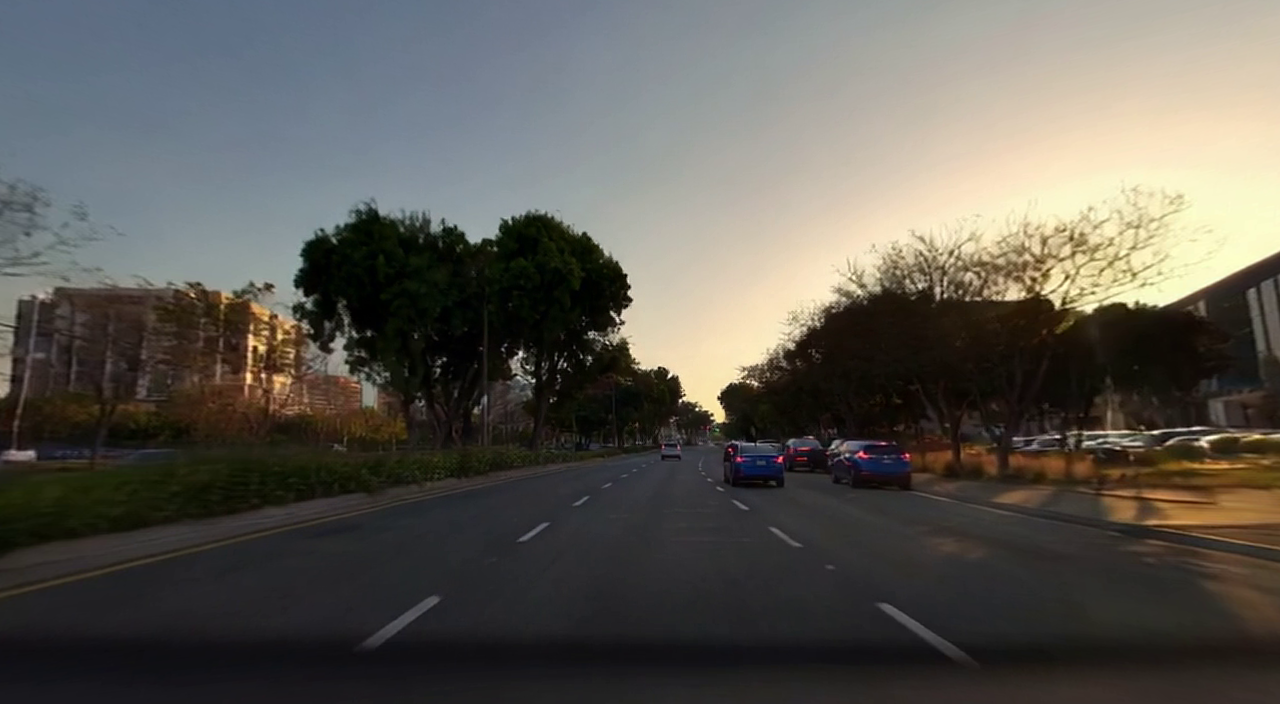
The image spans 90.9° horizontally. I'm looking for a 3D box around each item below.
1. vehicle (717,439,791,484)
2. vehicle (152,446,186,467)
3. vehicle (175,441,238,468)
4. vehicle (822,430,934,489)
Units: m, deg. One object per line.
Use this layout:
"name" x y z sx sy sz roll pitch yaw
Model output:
"vehicle" 4.166 4.073 23.776 1.981 1.499 4.536 0 -8 1
"vehicle" -36.851 8.165 49.397 1.838 1.516 4.662 5 -10 -34
"vehicle" -27.950 6.572 40.558 4.266 1.583 2.078 -7 -11 38
"vehicle" 8.061 3.695 21.916 2.104 1.801 4.628 0 -8 1
